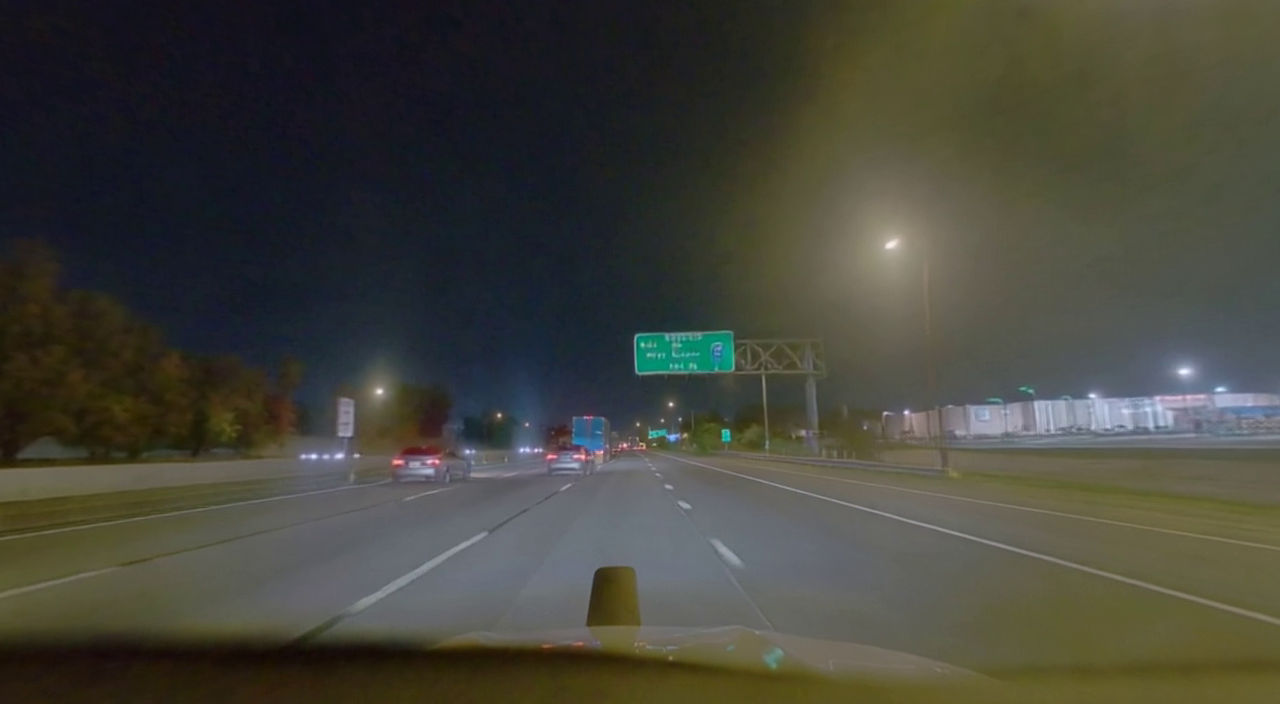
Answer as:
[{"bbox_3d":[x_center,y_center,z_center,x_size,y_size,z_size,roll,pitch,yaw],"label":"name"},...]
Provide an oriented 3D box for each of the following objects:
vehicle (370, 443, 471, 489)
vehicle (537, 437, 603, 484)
[{"bbox_3d":[-7.699,4.034,22.699,2.026,1.477,4.467,0,-9,0],"label":"vehicle"},{"bbox_3d":[-2.658,4.244,24.895,2.033,1.669,4.112,0,-9,1],"label":"vehicle"}]
